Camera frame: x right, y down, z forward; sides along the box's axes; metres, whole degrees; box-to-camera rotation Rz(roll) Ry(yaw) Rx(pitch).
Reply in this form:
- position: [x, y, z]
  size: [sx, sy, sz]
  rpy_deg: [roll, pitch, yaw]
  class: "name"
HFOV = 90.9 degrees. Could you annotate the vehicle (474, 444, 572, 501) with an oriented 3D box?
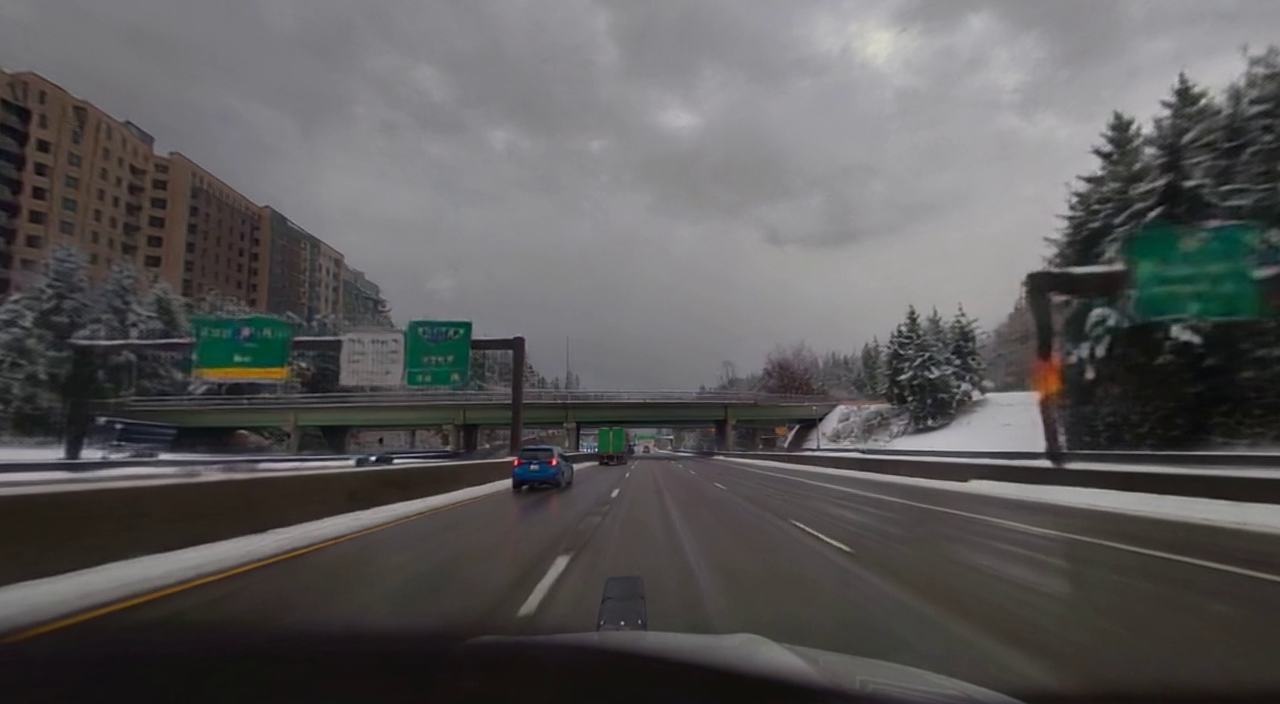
- position: [-3.348, 3.560, 19.025]
  size: [2.039, 1.478, 4.483]
  rpy_deg: [0, -9, 1]
  class: "vehicle"
